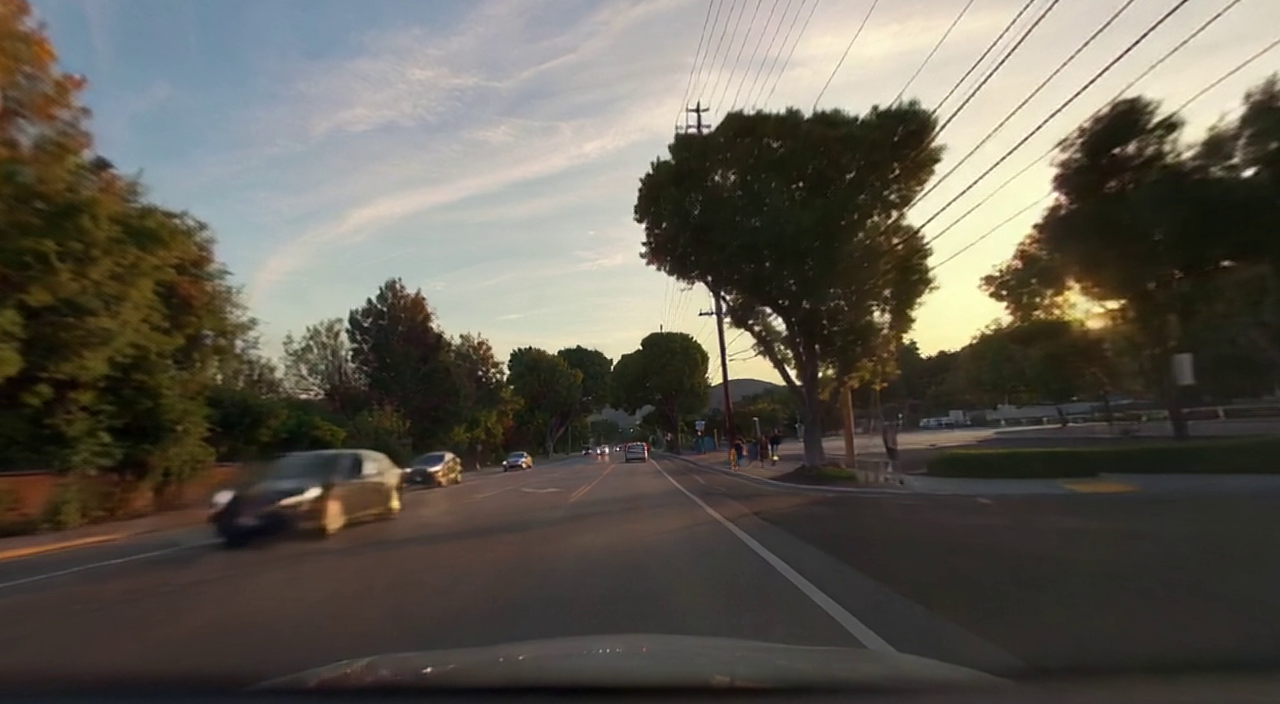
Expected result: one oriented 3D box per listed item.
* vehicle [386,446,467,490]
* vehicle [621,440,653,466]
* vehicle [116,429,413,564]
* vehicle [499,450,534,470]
[{"bbox_3d":[-9.309,5.046,27.972,2.084,1.760,4.438,0,-8,-1],"label":"vehicle"},{"bbox_3d":[-0.252,7.204,45.207,2.163,1.746,4.073,0,-8,-1],"label":"vehicle"},{"bbox_3d":[-5.828,2.256,10.780,2.143,1.735,4.737,-1,-8,0],"label":"vehicle"},{"bbox_3d":[-9.474,8.284,48.631,1.867,1.456,4.251,-1,-8,0],"label":"vehicle"}]
